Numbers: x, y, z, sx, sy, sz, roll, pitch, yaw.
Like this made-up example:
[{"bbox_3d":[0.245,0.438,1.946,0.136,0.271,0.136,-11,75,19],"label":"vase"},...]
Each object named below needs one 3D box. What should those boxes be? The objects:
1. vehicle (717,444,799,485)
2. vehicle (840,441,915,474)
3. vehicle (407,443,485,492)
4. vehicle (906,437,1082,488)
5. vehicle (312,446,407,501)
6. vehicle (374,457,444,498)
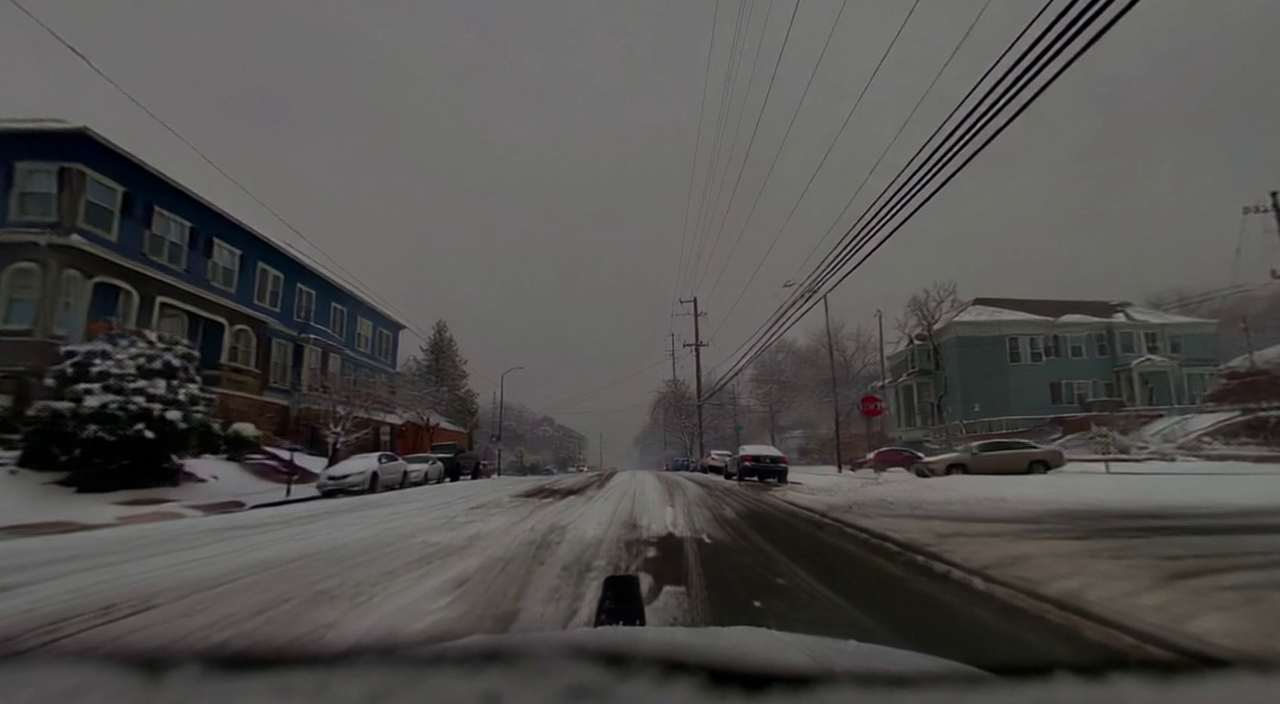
[{"bbox_3d":[4.686,4.541,25.948,2.059,1.502,4.824,1,-9,-5],"label":"vehicle"},{"bbox_3d":[12.744,5.655,33.869,3.545,1.448,2.041,-5,-4,24],"label":"vehicle"},{"bbox_3d":[-10.746,6.439,35.667,2.687,2.491,5.936,0,-8,-2],"label":"vehicle"},{"bbox_3d":[10.681,3.311,19.241,4.336,1.424,1.954,1,-9,-11],"label":"vehicle"},{"bbox_3d":[-10.398,4.582,23.754,1.900,1.683,4.486,-4,-11,-6],"label":"vehicle"},{"bbox_3d":[-10.668,5.805,29.523,1.826,1.455,4.475,-6,-8,-5],"label":"vehicle"}]
